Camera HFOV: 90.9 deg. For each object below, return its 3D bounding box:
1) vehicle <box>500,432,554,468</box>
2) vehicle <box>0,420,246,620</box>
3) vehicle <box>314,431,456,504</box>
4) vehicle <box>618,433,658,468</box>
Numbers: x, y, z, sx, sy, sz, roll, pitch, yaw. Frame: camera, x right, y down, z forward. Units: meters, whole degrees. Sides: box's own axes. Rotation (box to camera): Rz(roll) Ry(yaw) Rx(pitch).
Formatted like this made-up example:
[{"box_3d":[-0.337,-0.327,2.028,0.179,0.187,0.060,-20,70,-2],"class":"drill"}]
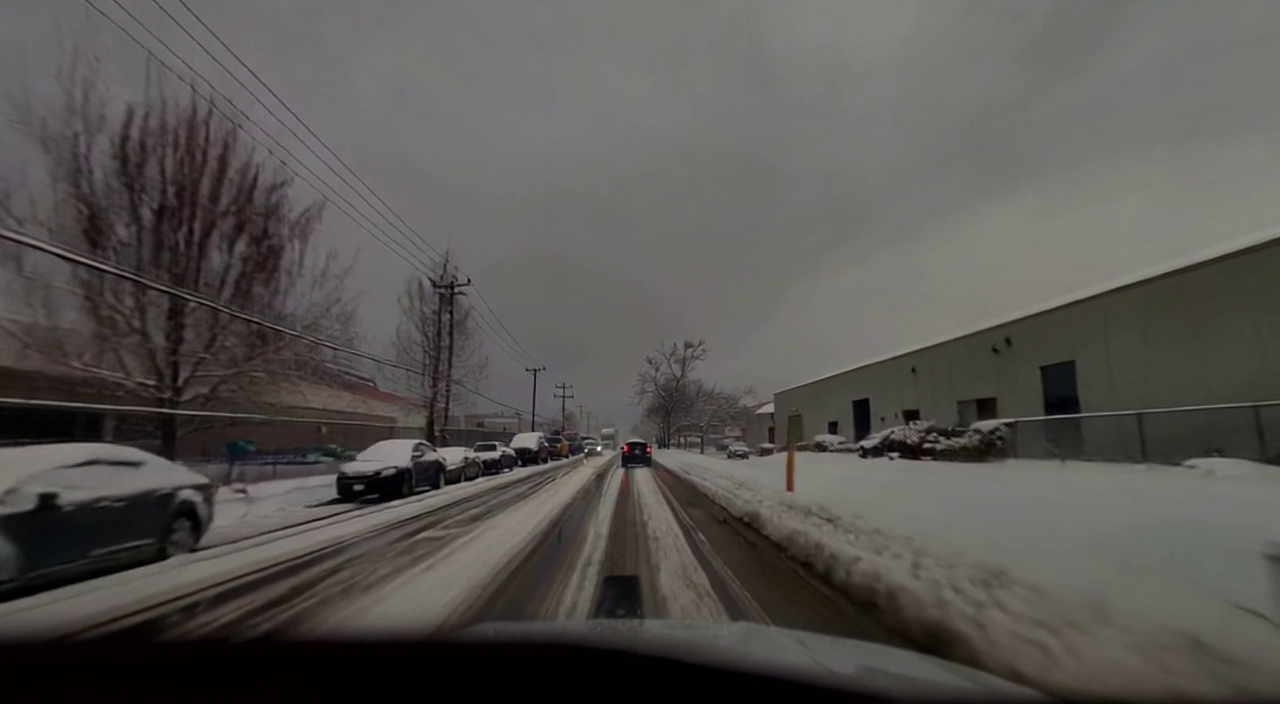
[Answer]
[{"box_3d":[-6.491,5.777,36.995,2.139,1.943,5.295,-1,-9,1],"class":"vehicle"},{"box_3d":[-6.203,1.499,6.157,2.013,1.609,4.152,0,-8,0],"class":"vehicle"},{"box_3d":[-6.442,2.922,16.519,1.926,1.647,4.185,0,-8,0],"class":"vehicle"},{"box_3d":[-0.084,5.504,35.502,2.152,1.874,4.042,0,-8,0],"class":"vehicle"}]
